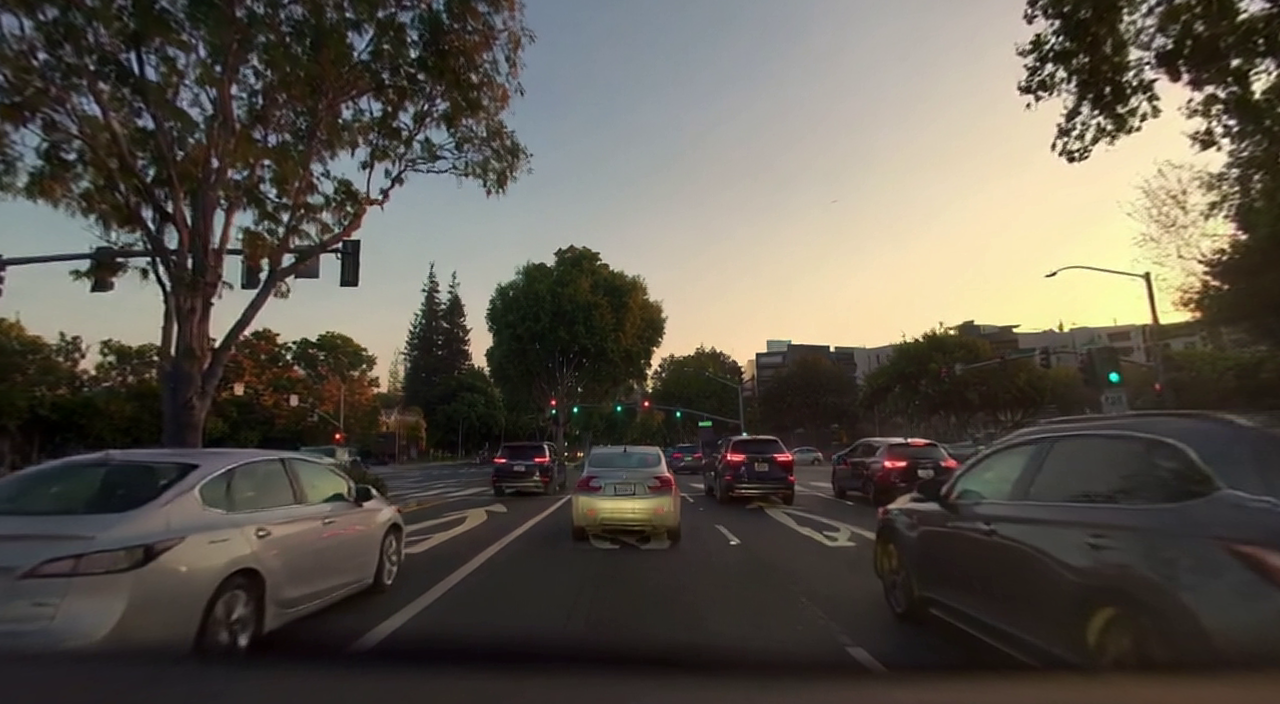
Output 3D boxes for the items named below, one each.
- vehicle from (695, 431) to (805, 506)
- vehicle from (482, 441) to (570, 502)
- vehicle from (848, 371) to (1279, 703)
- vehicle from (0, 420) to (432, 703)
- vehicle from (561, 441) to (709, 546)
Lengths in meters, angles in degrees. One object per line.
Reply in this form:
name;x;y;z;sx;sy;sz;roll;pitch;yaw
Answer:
vehicle;2.847;3.153;17.530;2.138;1.778;4.422;0;-8;-1
vehicle;-3.479;3.720;20.139;2.033;1.714;4.278;0;-8;-1
vehicle;3.047;1.073;3.544;1.996;1.566;4.917;0;-8;-1
vehicle;-3.267;1.317;4.507;2.045;1.463;4.490;0;-8;0
vehicle;-0.115;2.315;11.029;2.098;1.461;3.958;0;-8;-1
